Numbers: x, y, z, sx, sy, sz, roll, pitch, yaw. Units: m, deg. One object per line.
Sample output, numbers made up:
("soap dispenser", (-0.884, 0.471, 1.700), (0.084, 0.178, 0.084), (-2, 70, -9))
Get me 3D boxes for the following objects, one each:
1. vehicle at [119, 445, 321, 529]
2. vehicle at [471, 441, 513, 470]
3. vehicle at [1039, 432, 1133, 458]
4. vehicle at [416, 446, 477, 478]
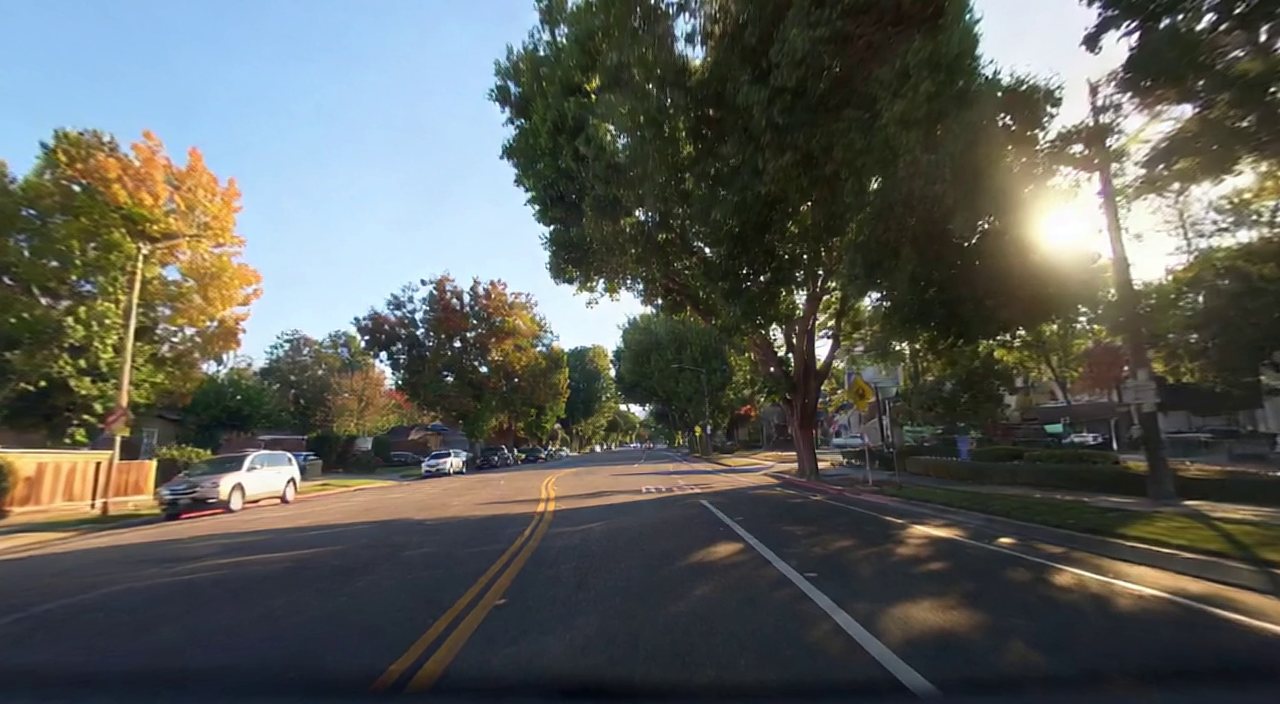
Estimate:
("vehicle", (-11.098, 3.530, 17.308), (2.135, 1.802, 4.910), (-2, -7, 1))
("vehicle", (-10.993, 7.702, 47.238), (2.015, 1.884, 4.488), (-6, -8, -2))
("vehicle", (30.850, 6.454, 43.883), (1.960, 1.670, 4.863), (4, -9, -25))
("vehicle", (-11.123, 6.323, 36.729), (1.950, 1.720, 4.868), (0, -8, 1))
